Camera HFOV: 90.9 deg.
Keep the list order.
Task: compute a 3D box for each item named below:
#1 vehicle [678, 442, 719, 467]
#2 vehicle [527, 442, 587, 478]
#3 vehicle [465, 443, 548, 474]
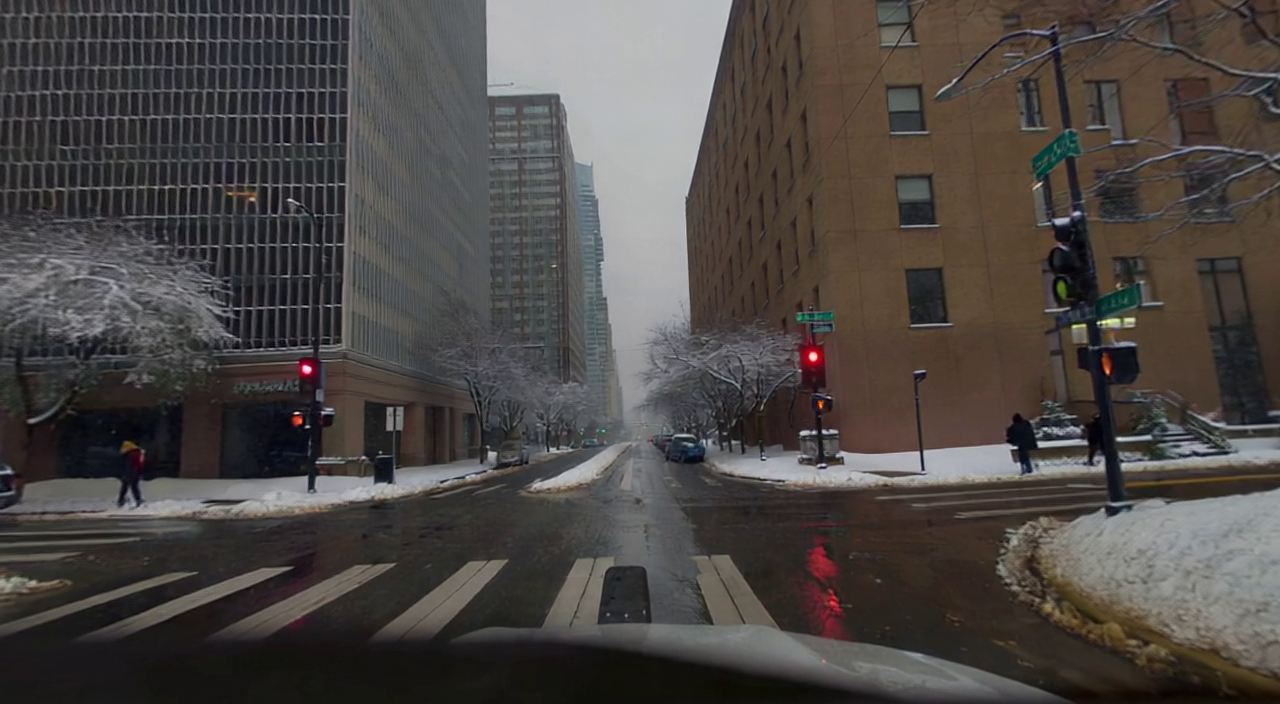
[{"bbox_3d":[3.549,6.280,38.871,1.853,1.426,4.160,1,-8,-3],"label":"vehicle"},{"bbox_3d":[-3.658,4.836,28.604,1.989,1.481,4.500,0,-8,1],"label":"vehicle"},{"bbox_3d":[-8.011,6.363,38.025,4.526,1.726,1.963,8,-12,-44],"label":"vehicle"}]
